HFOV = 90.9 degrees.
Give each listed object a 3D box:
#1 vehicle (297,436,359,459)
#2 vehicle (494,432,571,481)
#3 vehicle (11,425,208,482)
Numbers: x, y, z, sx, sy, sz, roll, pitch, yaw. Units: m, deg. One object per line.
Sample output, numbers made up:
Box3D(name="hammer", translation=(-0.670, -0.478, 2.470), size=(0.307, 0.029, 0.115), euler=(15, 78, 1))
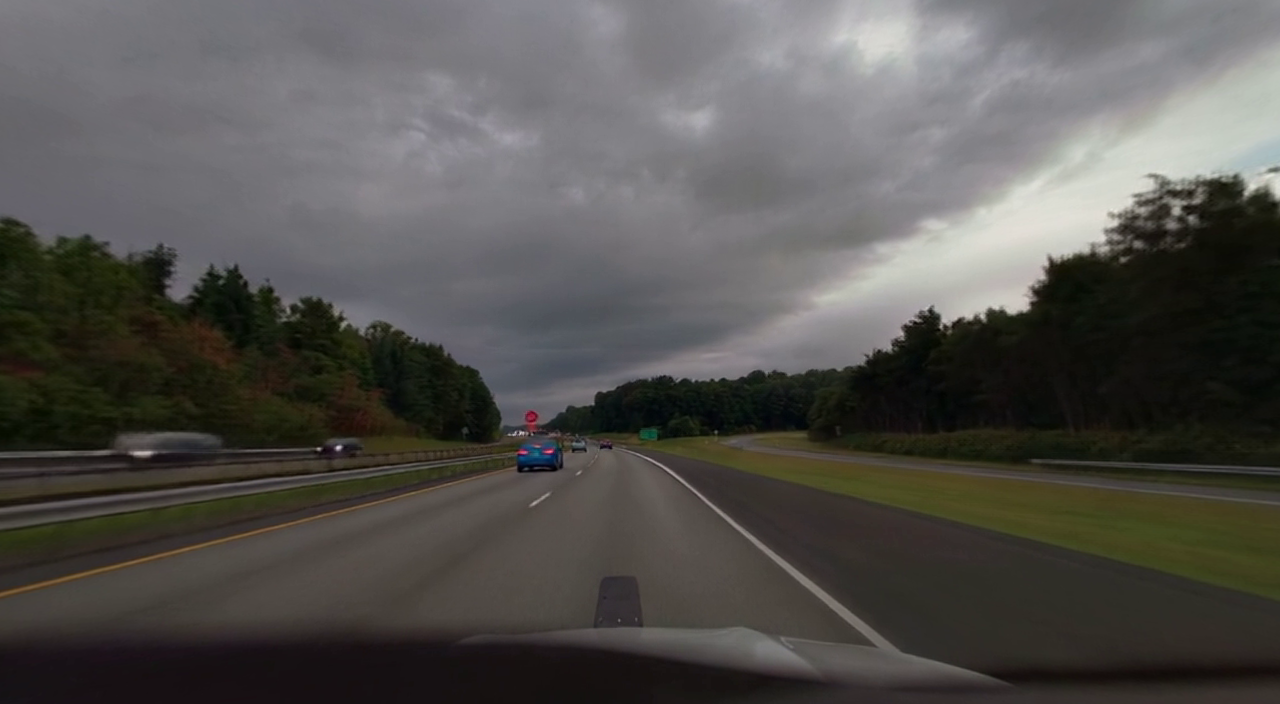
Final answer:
Box3D(name="vehicle", translation=(-19.914, 6.096, 40.441), size=(1.892, 1.435, 4.234), euler=(0, -8, -2))
Box3D(name="vehicle", translation=(-3.825, 3.777, 23.297), size=(2.047, 1.612, 4.631), euler=(0, -8, 0))
Box3D(name="vehicle", translation=(-15.295, 2.937, 18.618), size=(1.838, 1.473, 4.625), euler=(0, -8, -1))
